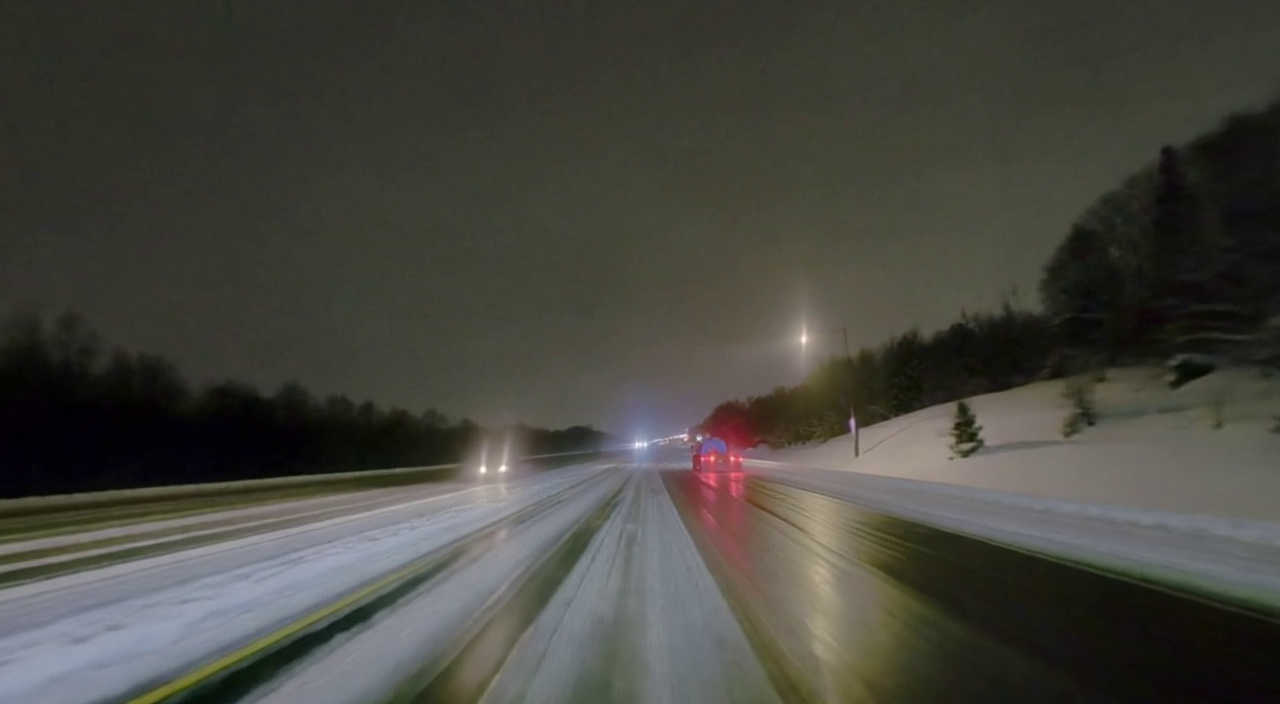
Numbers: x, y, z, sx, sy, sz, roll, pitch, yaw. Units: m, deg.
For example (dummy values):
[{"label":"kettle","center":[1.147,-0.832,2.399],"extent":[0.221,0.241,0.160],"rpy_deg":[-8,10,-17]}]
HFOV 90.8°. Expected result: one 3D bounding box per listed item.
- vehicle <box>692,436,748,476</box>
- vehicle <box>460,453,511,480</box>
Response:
[{"label":"vehicle","center":[4.345,5.793,35.315],"extent":[2.309,2.003,5.139],"rpy_deg":[0,-9,-2]},{"label":"vehicle","center":[-9.330,6.926,38.519],"extent":[1.898,1.480,4.694],"rpy_deg":[0,-9,0]}]
